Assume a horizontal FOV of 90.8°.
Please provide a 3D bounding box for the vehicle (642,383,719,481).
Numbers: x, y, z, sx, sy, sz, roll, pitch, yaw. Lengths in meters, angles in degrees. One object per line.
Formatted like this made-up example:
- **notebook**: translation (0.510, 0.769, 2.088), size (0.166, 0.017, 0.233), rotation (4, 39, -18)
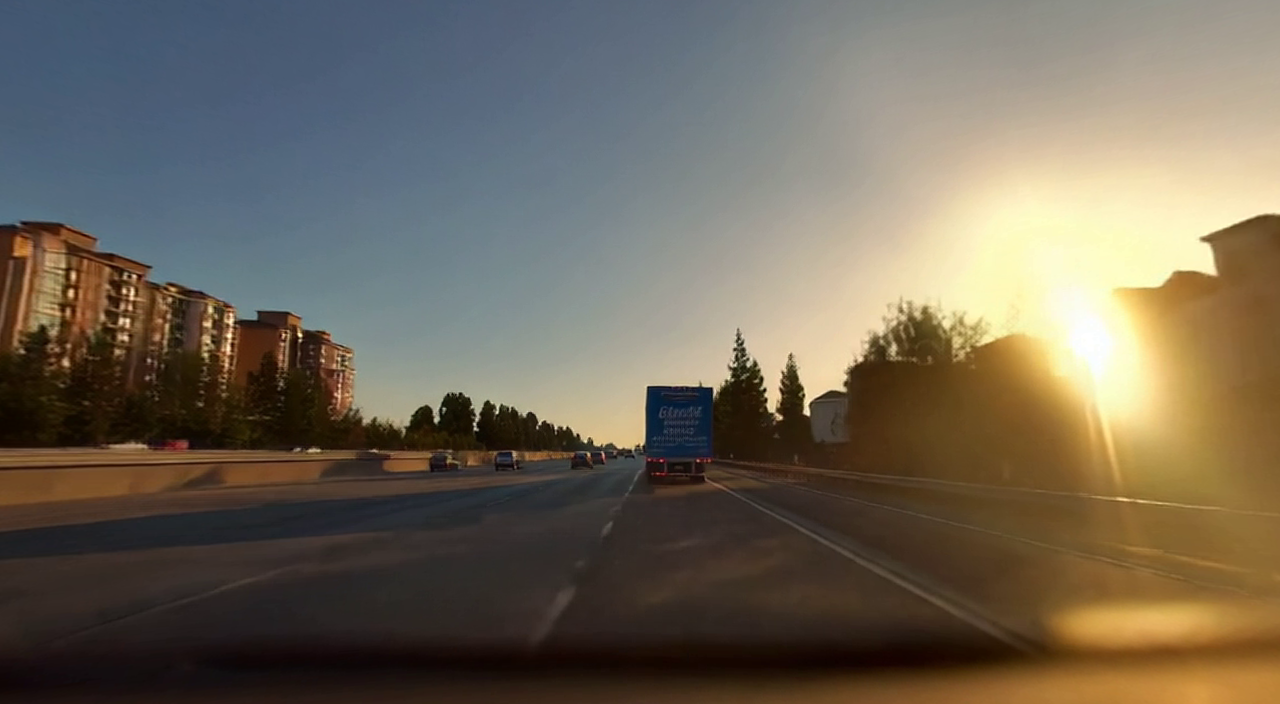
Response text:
- **vehicle**: translation (1.749, 4.572, 34.430), size (3.140, 4.100, 15.551), rotation (0, -9, 0)
